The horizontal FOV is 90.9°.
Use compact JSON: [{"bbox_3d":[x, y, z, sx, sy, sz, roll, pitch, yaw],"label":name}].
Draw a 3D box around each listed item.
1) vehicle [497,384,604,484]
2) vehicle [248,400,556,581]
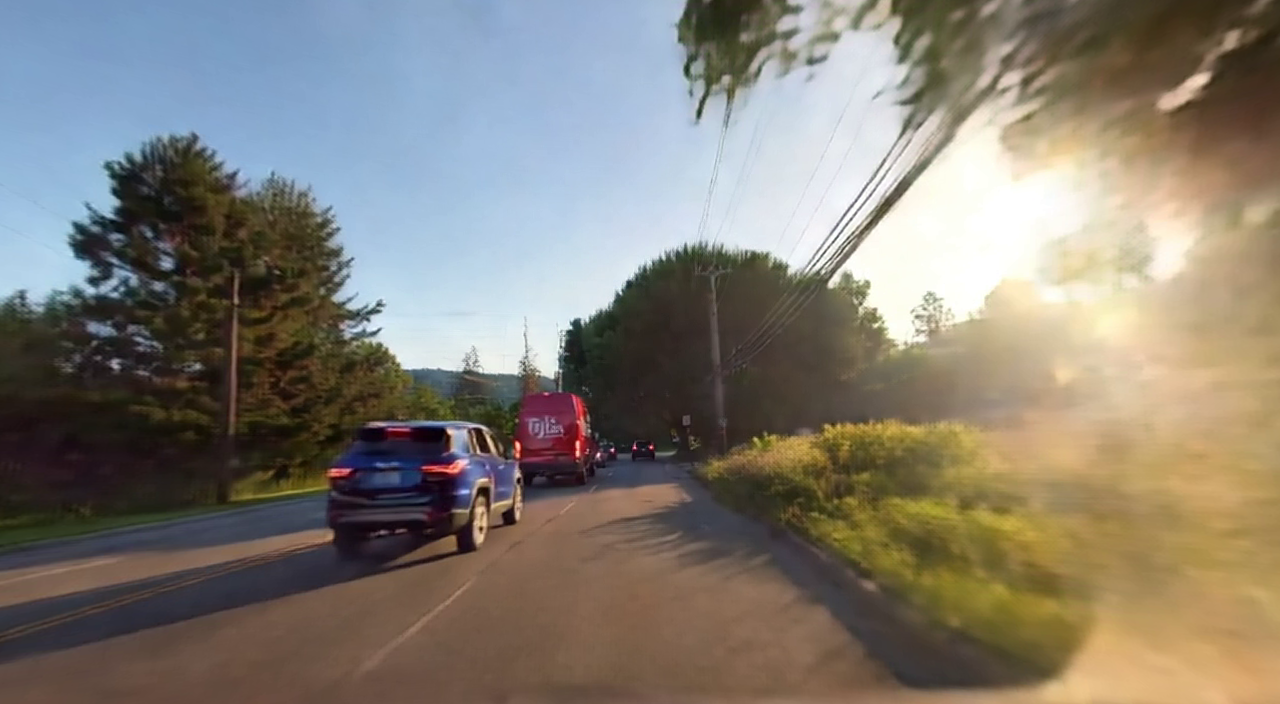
[{"bbox_3d":[-3.126,3.306,24.840,2.818,3.181,9.114,0,-9,0],"label":"vehicle"},{"bbox_3d":[-2.790,1.816,9.212,2.187,1.821,5.501,0,-9,2],"label":"vehicle"}]
